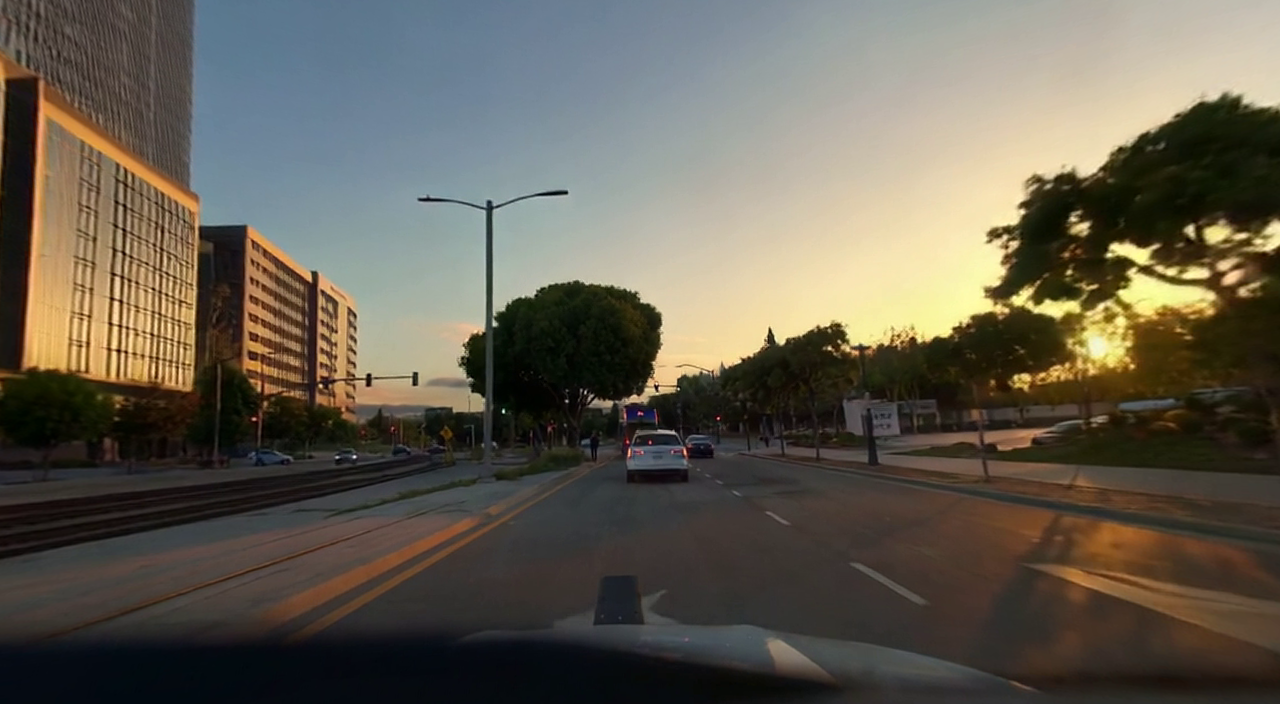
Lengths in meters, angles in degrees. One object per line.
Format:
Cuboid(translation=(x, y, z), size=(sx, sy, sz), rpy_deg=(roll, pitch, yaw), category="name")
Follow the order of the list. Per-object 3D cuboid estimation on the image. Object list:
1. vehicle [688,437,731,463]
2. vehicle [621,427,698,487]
Cuboid(translation=(4.072, 5.849, 37.540), size=(1.916, 1.466, 4.529), rpy_deg=(0, -9, -1), category="vehicle")
Cuboid(translation=(0.524, 3.269, 19.862), size=(2.190, 1.684, 4.084), rpy_deg=(0, -9, -1), category="vehicle")
